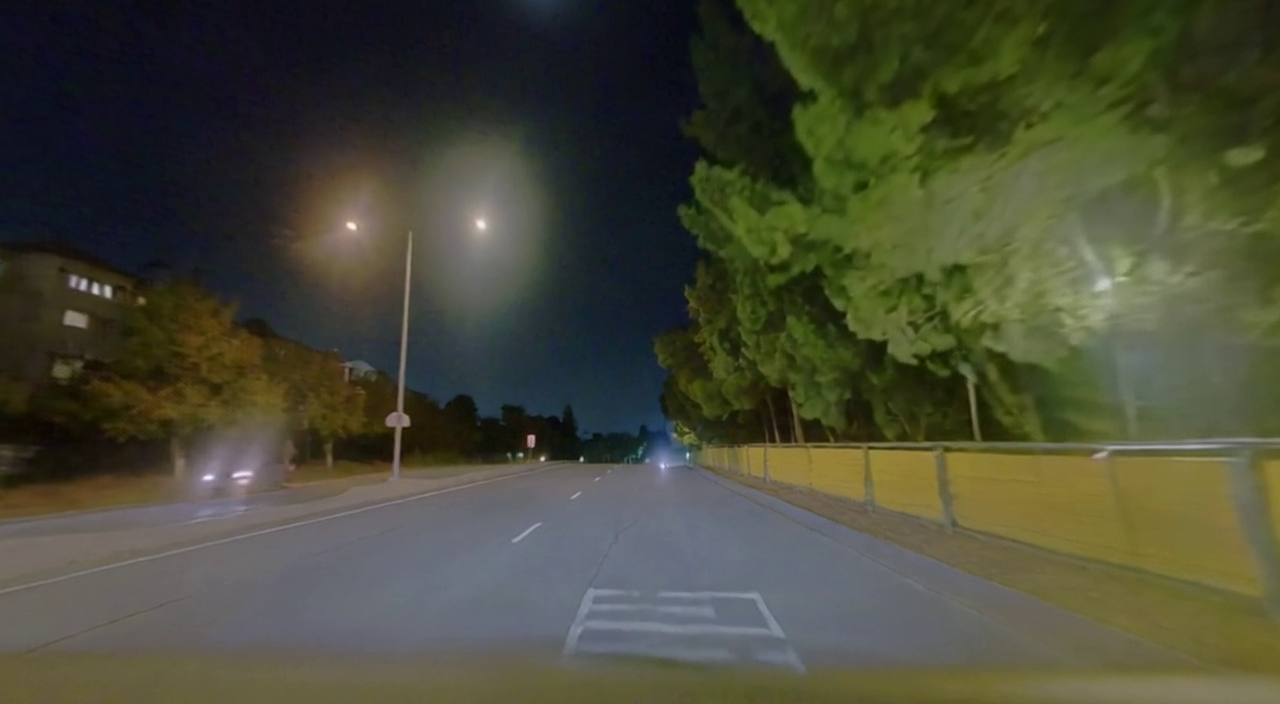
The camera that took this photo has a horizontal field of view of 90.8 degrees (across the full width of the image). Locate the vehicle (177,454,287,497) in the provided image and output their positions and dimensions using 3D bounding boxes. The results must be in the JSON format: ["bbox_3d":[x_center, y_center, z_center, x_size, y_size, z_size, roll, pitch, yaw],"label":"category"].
[{"bbox_3d":[-16.702,5.032,26.113,1.980,1.575,3.822,0,-9,-1],"label":"vehicle"}]
